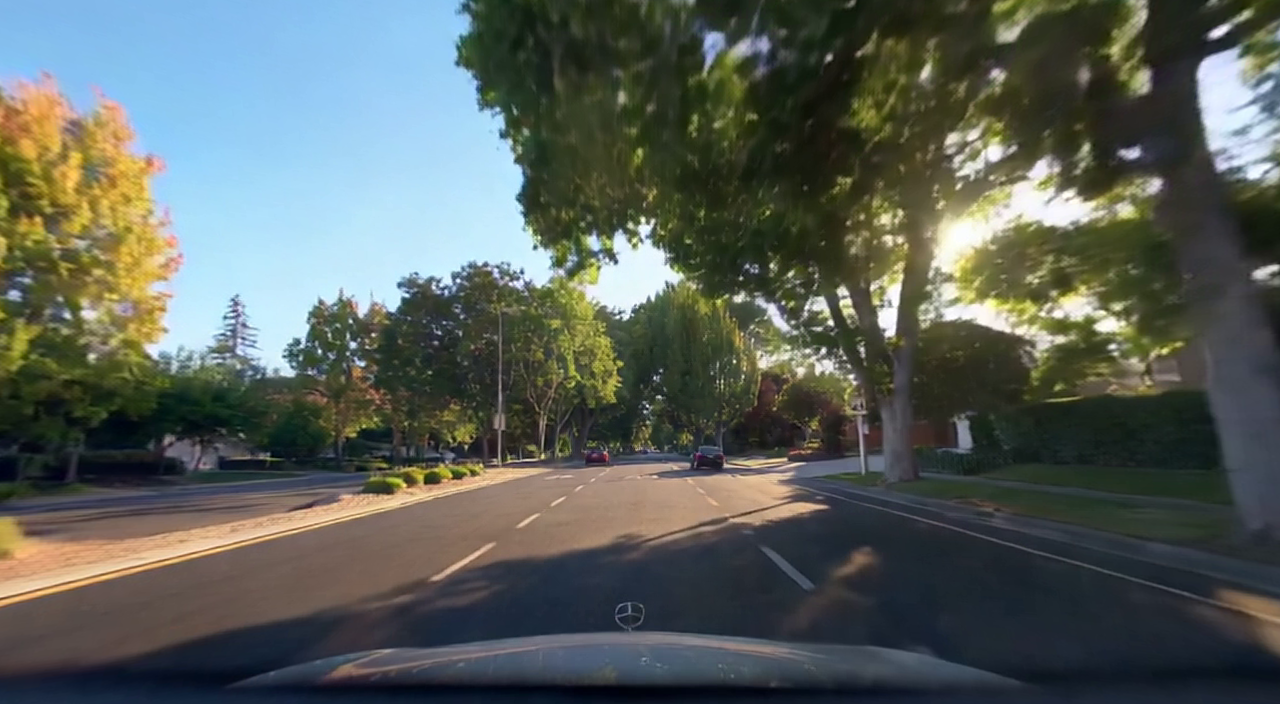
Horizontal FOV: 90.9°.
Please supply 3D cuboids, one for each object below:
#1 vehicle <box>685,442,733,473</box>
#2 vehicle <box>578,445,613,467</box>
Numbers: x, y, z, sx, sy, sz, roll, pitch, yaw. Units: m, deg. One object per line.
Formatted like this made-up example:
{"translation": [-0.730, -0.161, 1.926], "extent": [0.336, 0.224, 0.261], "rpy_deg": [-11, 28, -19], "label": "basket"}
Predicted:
{"translation": [3.522, 5.473, 32.944], "extent": [1.992, 1.511, 4.464], "rpy_deg": [0, -9, 0], "label": "vehicle"}
{"translation": [-3.125, 7.397, 45.156], "extent": [2.011, 1.480, 4.517], "rpy_deg": [-1, -9, 1], "label": "vehicle"}
